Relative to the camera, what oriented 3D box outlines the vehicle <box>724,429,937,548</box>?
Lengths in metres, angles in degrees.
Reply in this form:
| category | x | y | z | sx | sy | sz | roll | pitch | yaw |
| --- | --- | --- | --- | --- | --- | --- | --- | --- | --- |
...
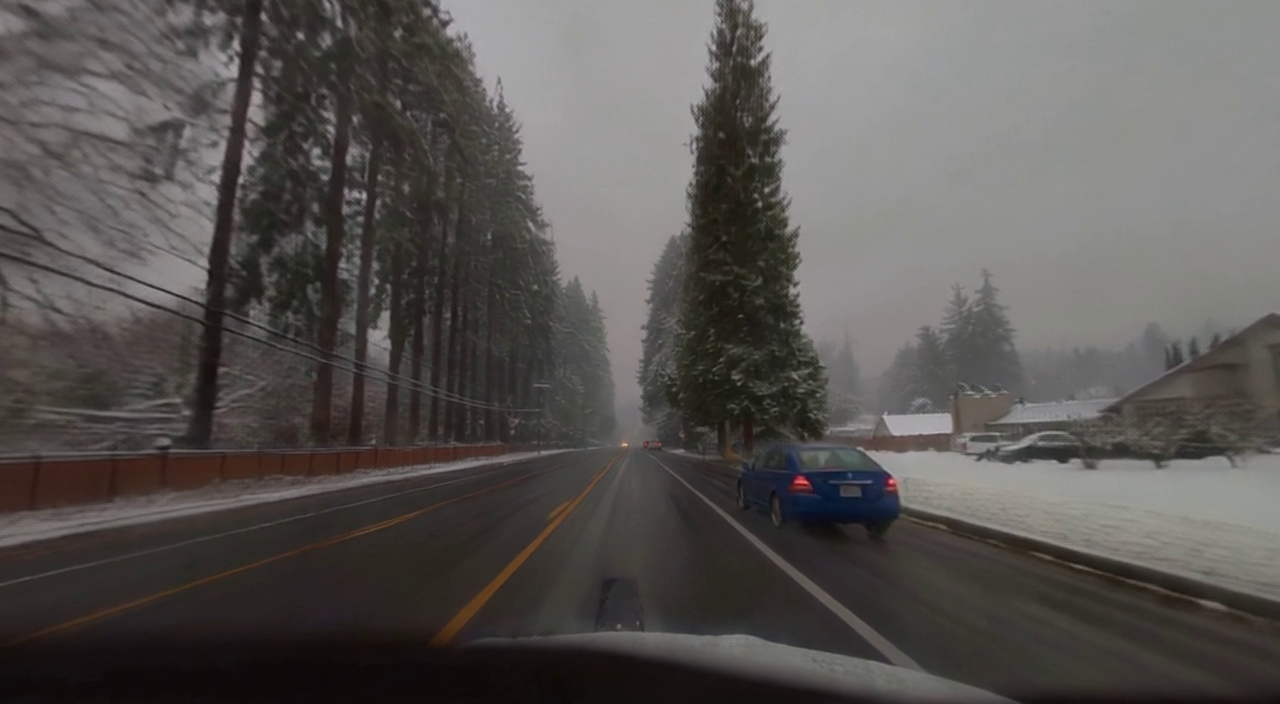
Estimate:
| category | x | y | z | sx | sy | sz | roll | pitch | yaw |
| --- | --- | --- | --- | --- | --- | --- | --- | --- | --- |
| vehicle | 2.674 | 2.021 | 10.050 | 1.991 | 1.476 | 4.153 | 0 | -8 | -2 |
